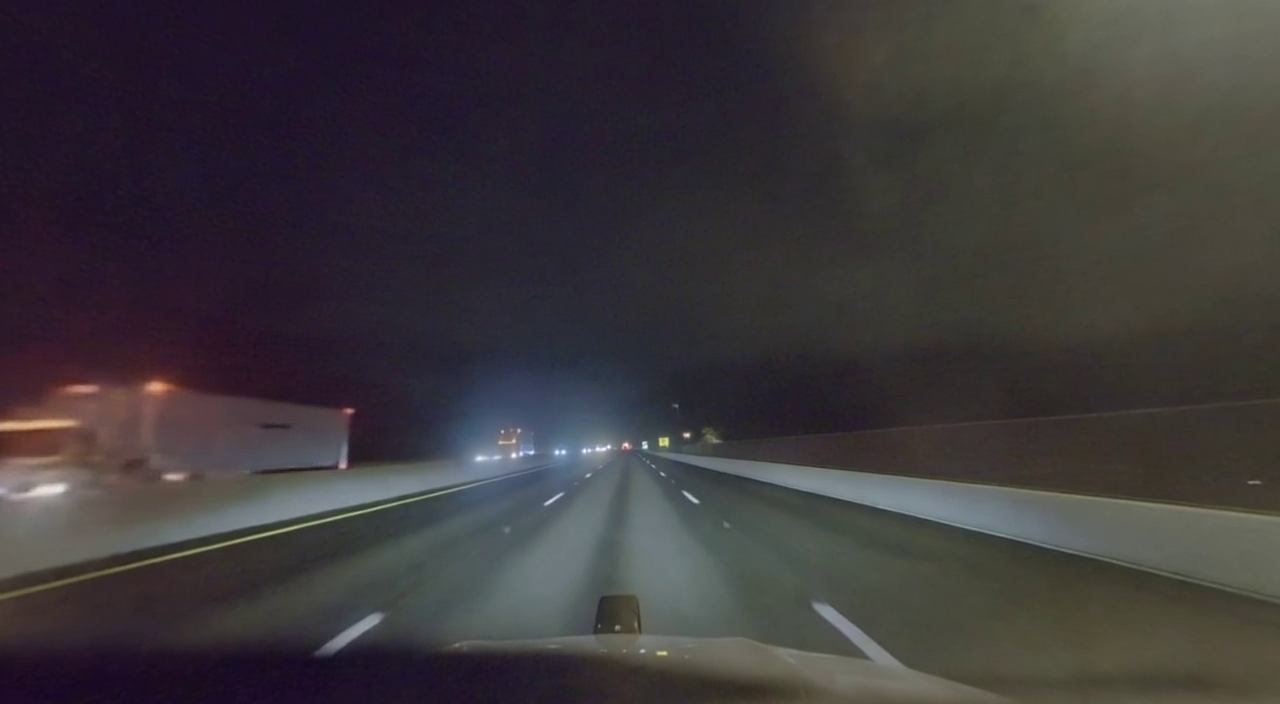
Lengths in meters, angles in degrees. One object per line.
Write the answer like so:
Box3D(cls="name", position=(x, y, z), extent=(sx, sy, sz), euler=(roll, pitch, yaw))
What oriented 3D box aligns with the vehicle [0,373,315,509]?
Box3D(cls="vehicle", position=(-17.187, 3.389, 23.391), extent=(3.293, 3.600, 13.598), euler=(0, -9, -2))
